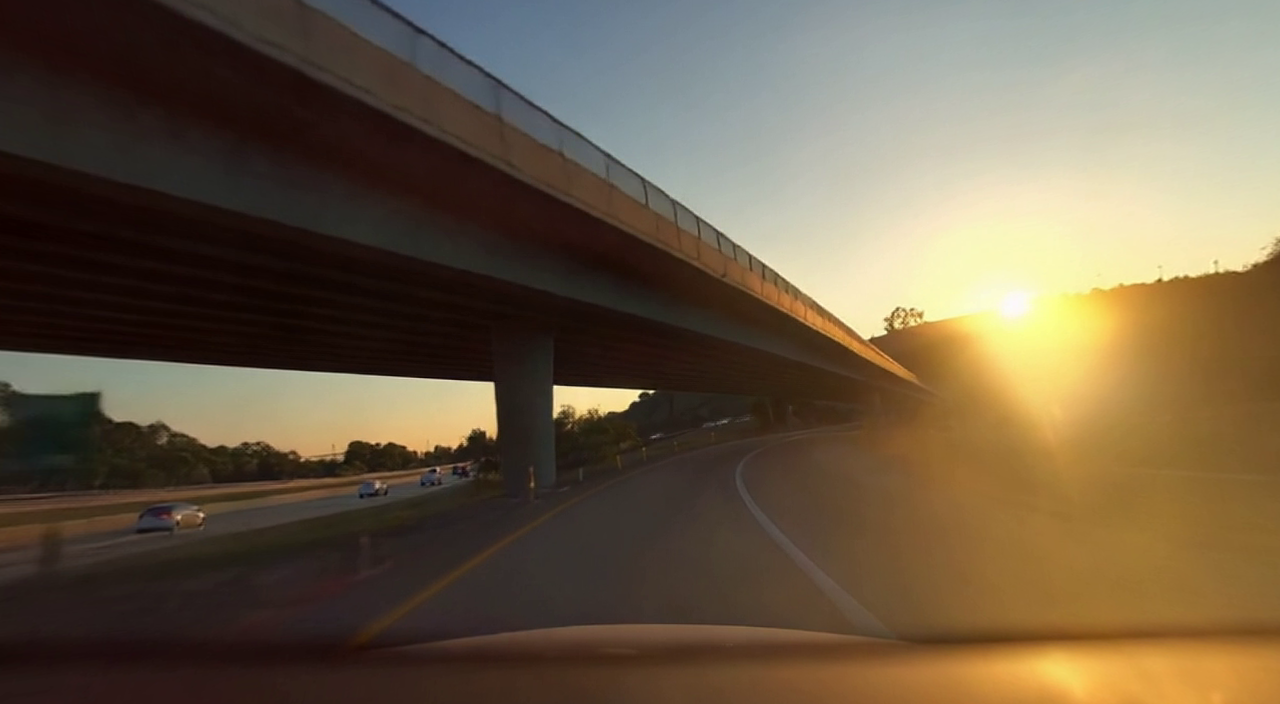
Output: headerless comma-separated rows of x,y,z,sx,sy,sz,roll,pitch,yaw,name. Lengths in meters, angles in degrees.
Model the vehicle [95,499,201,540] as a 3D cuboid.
-25.551,8.688,32.958,2.045,1.513,4.795,1,-9,-7,vehicle
